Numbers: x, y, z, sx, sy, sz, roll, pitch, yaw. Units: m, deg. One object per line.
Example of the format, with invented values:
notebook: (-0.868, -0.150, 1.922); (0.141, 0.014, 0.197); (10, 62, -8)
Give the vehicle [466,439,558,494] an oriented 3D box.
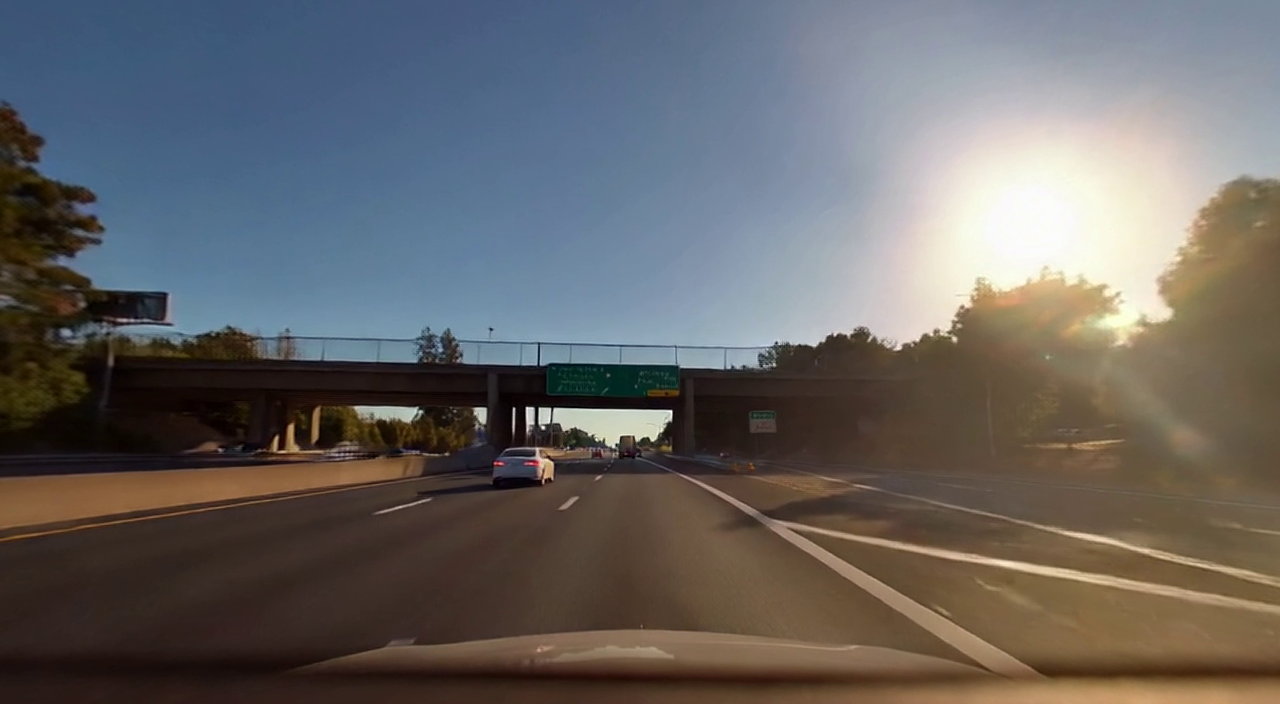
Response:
vehicle: (-3.974, 3.636, 20.296); (2.070, 1.564, 4.145); (0, -9, 0)
